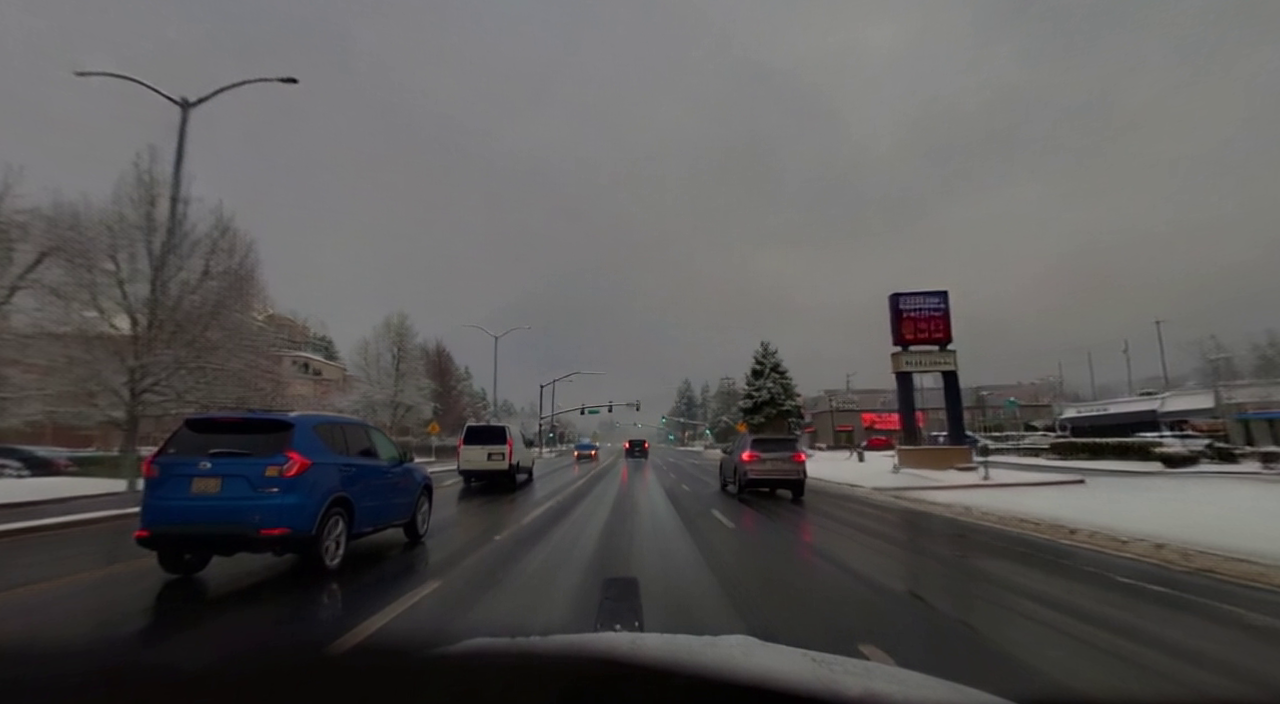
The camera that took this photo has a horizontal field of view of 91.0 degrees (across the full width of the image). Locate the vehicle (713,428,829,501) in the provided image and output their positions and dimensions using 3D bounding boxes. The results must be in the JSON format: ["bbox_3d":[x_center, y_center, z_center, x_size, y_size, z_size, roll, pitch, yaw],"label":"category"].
[{"bbox_3d":[3.525,3.157,18.024,2.167,1.792,4.835,0,-9,-2],"label":"vehicle"}]

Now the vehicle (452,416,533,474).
[{"bbox_3d":[-7.138,4.669,31.476,2.863,2.592,6.410,1,-9,-4],"label":"vehicle"}]

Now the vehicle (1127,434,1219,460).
[{"bbox_3d":[38.837,6.946,46.050,2.009,1.754,4.928,1,-9,-7],"label":"vehicle"}]

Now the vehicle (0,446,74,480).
[{"bbox_3d":[-32.553,5.729,32.628,4.452,1.684,1.978,0,-9,0],"label":"vehicle"}]

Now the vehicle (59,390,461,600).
[{"bbox_3d":[-3.797,1.516,7.483,2.038,1.748,4.303,0,-9,0],"label":"vehicle"}]
